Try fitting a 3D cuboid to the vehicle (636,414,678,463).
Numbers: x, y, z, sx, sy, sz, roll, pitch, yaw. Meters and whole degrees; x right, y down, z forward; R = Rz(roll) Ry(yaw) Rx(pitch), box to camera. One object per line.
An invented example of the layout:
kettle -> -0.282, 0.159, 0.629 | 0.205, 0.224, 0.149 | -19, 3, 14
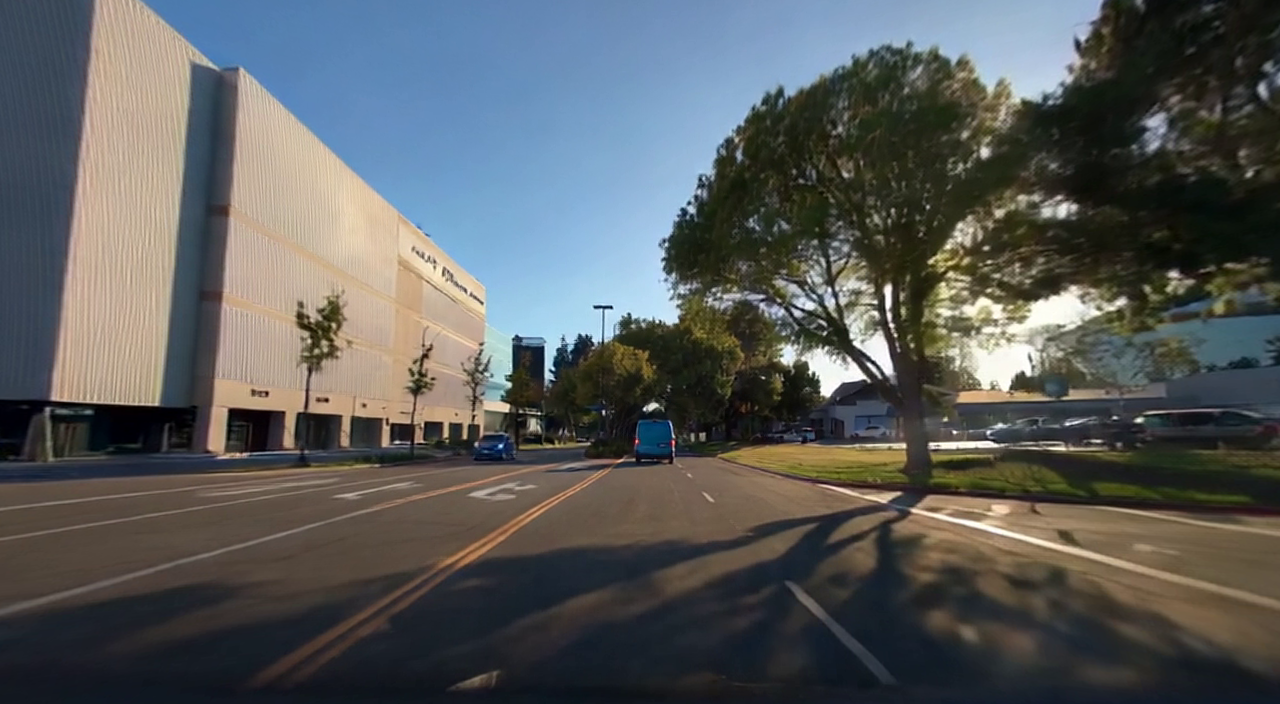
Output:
vehicle -> 1.097, 5.390, 39.560 | 2.435, 2.816, 5.232 | 0, -7, 2
